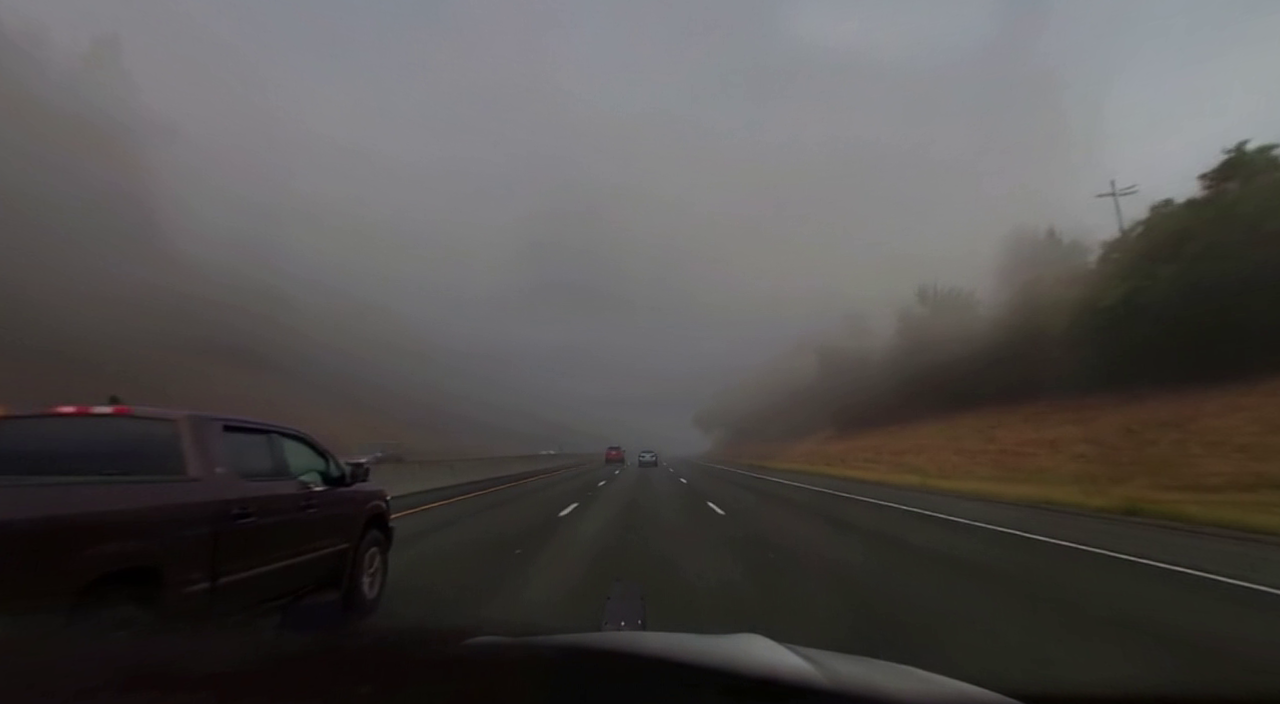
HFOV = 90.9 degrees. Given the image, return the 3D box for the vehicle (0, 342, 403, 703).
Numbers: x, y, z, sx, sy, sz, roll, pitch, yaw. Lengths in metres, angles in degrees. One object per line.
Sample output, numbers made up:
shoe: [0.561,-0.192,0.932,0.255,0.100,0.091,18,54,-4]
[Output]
vehicle: [-3.298,1.064,3.785,2.043,1.689,4.314,0,-9,0]
